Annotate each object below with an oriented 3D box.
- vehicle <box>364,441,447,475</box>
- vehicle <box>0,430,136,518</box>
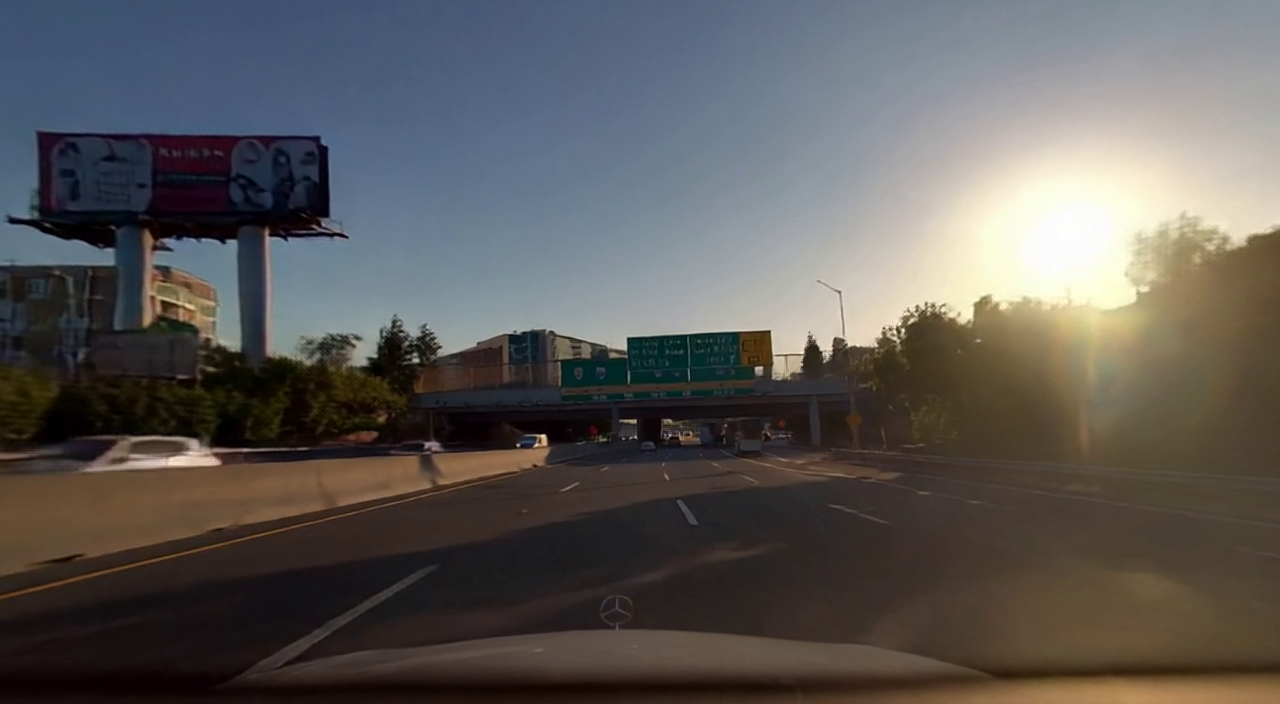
[{"bbox_3d":[-11.358,5.171,31.027,2.328,1.496,4.724,0,-9,-1],"label":"vehicle"},{"bbox_3d":[-12.607,2.387,12.554,1.824,1.596,3.948,0,-9,1],"label":"vehicle"}]
